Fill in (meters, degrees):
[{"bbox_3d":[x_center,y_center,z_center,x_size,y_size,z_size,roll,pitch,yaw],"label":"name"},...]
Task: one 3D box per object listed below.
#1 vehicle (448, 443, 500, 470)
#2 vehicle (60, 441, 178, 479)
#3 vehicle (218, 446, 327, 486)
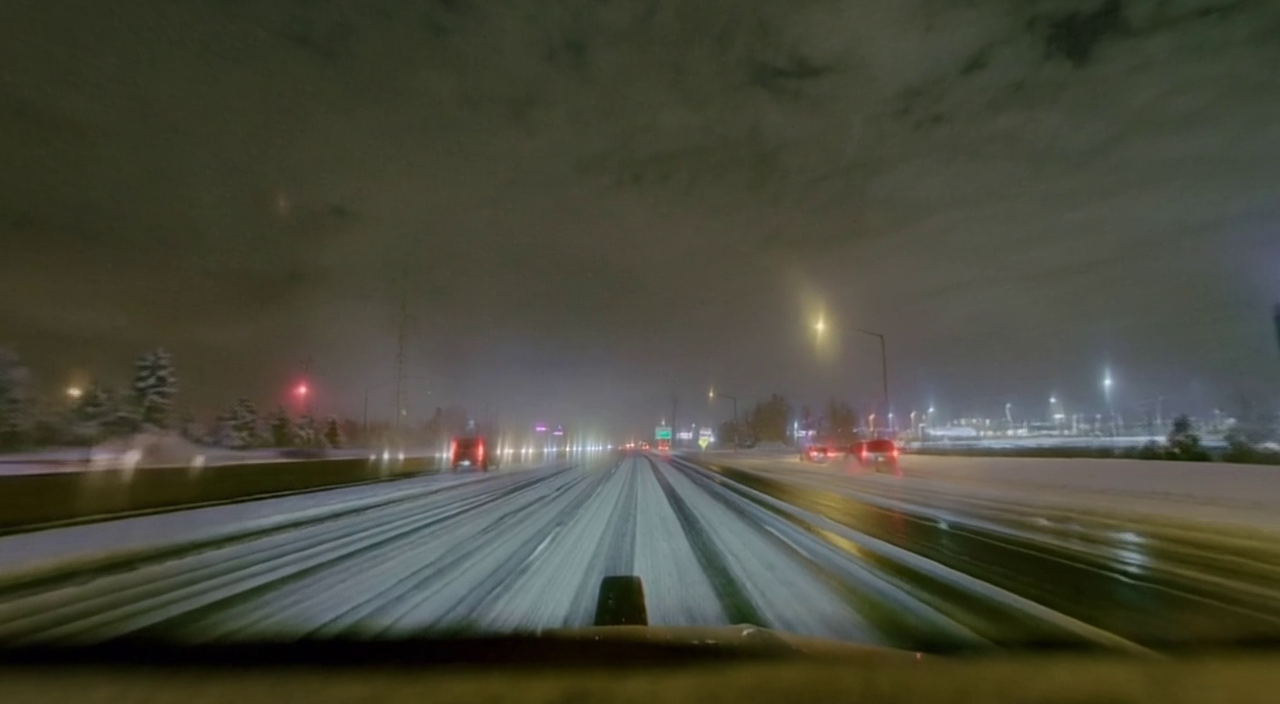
[{"bbox_3d":[-10.199,6.454,38.950,1.974,1.513,4.584,0,-9,0],"label":"vehicle"},{"bbox_3d":[-25.815,5.359,31.338,1.975,1.733,4.491,0,-9,0],"label":"vehicle"},{"bbox_3d":[-15.445,4.782,26.711,1.871,1.511,4.449,0,-9,1],"label":"vehicle"}]
